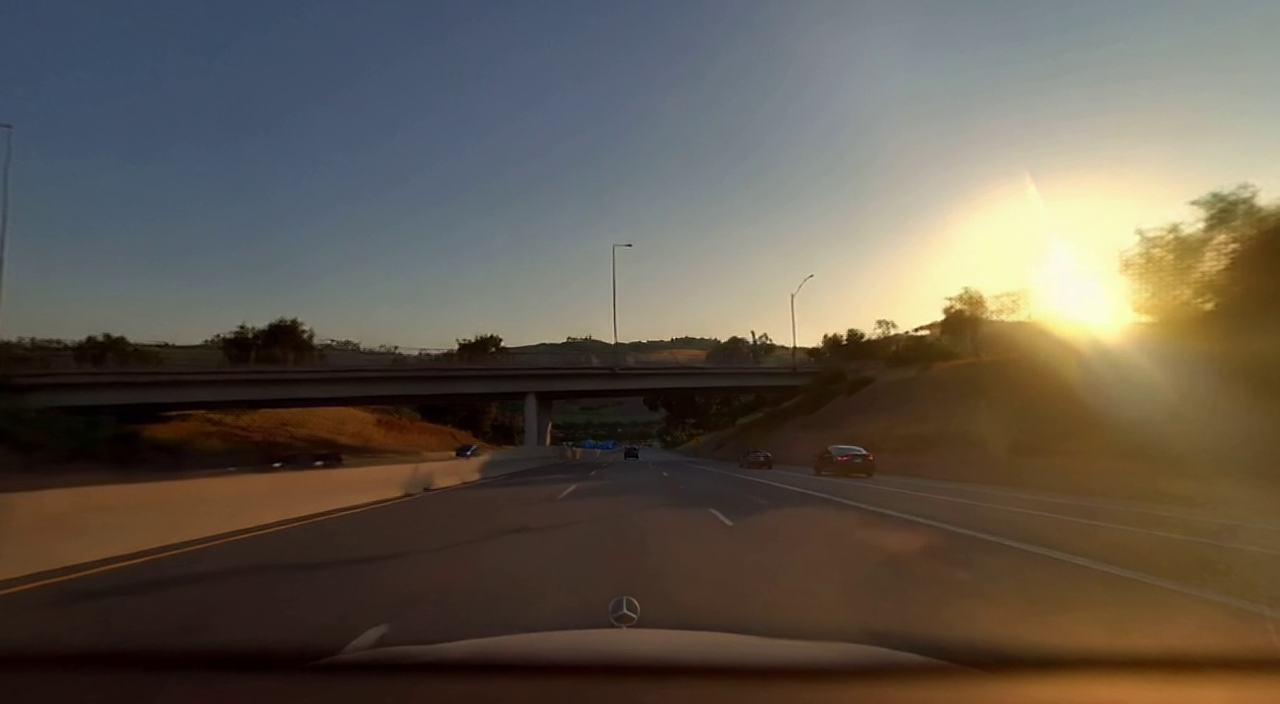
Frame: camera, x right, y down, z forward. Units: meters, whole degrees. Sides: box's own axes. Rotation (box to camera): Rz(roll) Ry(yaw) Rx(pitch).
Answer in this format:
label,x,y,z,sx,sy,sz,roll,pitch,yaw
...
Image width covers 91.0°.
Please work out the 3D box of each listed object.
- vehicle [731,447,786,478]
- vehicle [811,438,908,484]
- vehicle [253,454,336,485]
label,x,y,z,sx,sy,sz,roll,pitch,yaw
vehicle,6.397,6.000,34.418,2.053,1.553,4.463,0,-9,-1
vehicle,10.055,5.062,29.491,2.387,1.936,5.646,0,-9,-1
vehicle,-17.929,6.096,32.910,1.885,1.491,4.302,0,-9,0
